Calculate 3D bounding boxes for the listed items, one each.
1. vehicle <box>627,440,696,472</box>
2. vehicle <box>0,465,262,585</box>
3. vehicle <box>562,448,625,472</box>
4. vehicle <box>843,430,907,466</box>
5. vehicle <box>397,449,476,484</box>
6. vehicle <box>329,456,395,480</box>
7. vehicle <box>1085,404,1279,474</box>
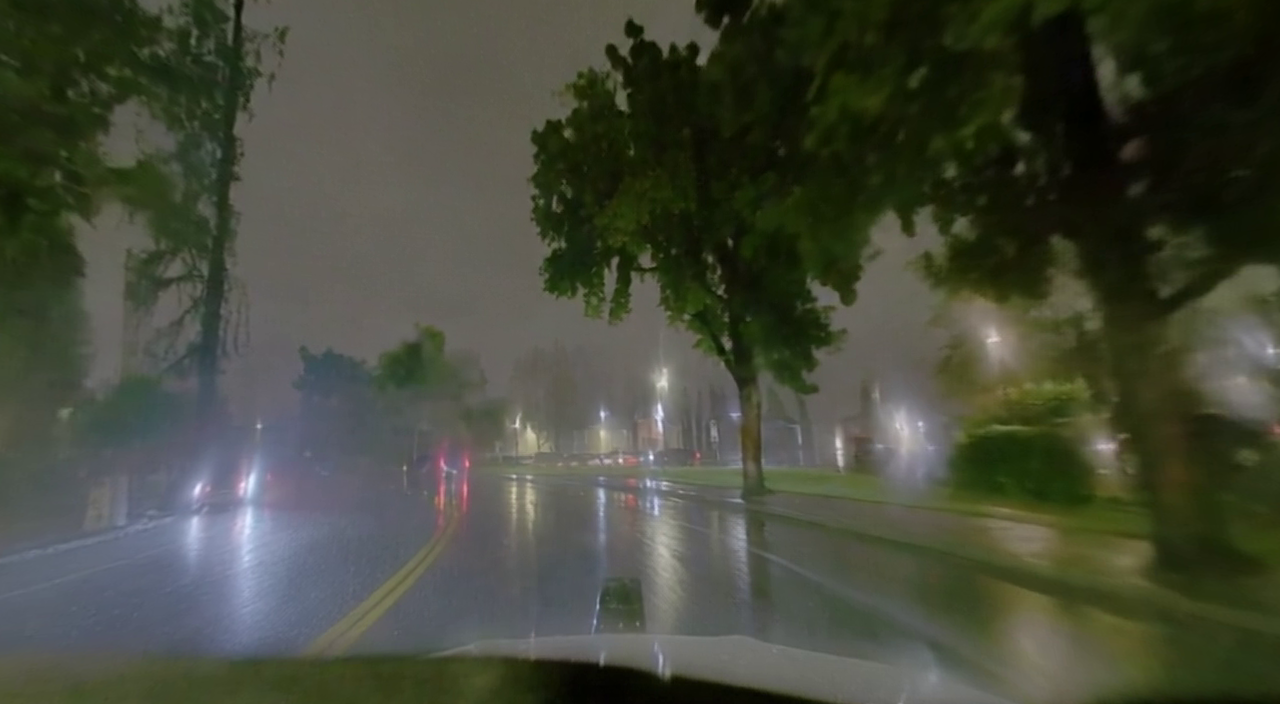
[{"bbox_3d":[1.460,6.616,40.548,2.229,1.723,4.372,-6,-7,38],"label":"vehicle"},{"bbox_3d":[-9.793,2.961,11.806,2.772,1.161,7.241,-1,-7,-15],"label":"vehicle"},{"bbox_3d":[-3.113,7.398,43.338,2.036,1.517,4.225,-7,-11,36],"label":"vehicle"},{"bbox_3d":[12.191,4.931,32.591,1.900,1.711,4.666,-6,-10,35],"label":"vehicle"},{"bbox_3d":[-12.223,6.754,37.752,5.202,1.817,2.042,-6,-10,42],"label":"vehicle"},{"bbox_3d":[-19.623,8.099,44.462,4.611,1.519,2.053,-6,-10,34],"label":"vehicle"},{"bbox_3d":[14.102,2.230,16.106,4.308,1.433,1.871,-9,-8,33],"label":"vehicle"}]
